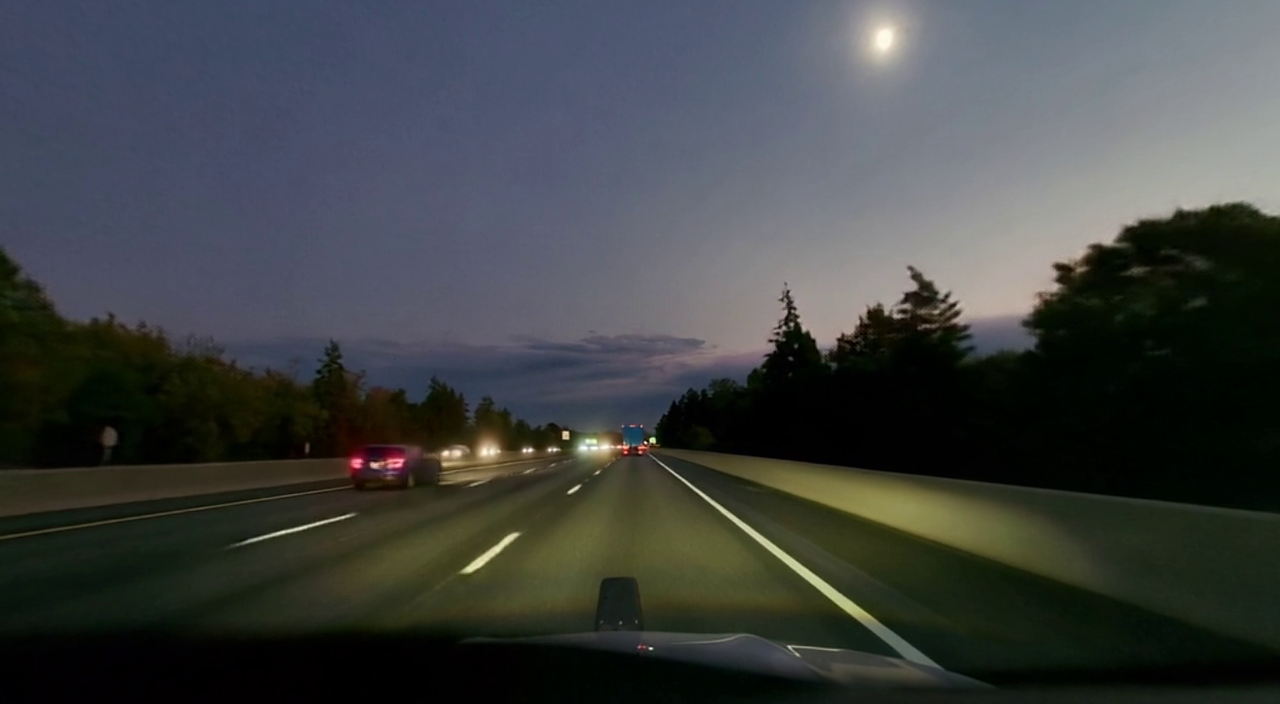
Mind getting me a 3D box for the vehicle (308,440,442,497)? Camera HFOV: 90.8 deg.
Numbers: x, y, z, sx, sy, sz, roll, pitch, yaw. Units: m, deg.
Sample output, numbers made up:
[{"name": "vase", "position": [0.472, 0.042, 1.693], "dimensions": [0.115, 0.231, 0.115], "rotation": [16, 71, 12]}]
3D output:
[{"name": "vehicle", "position": [-7.922, 3.504, 19.457], "dimensions": [2.155, 1.504, 4.490], "rotation": [0, -8, 0]}]
